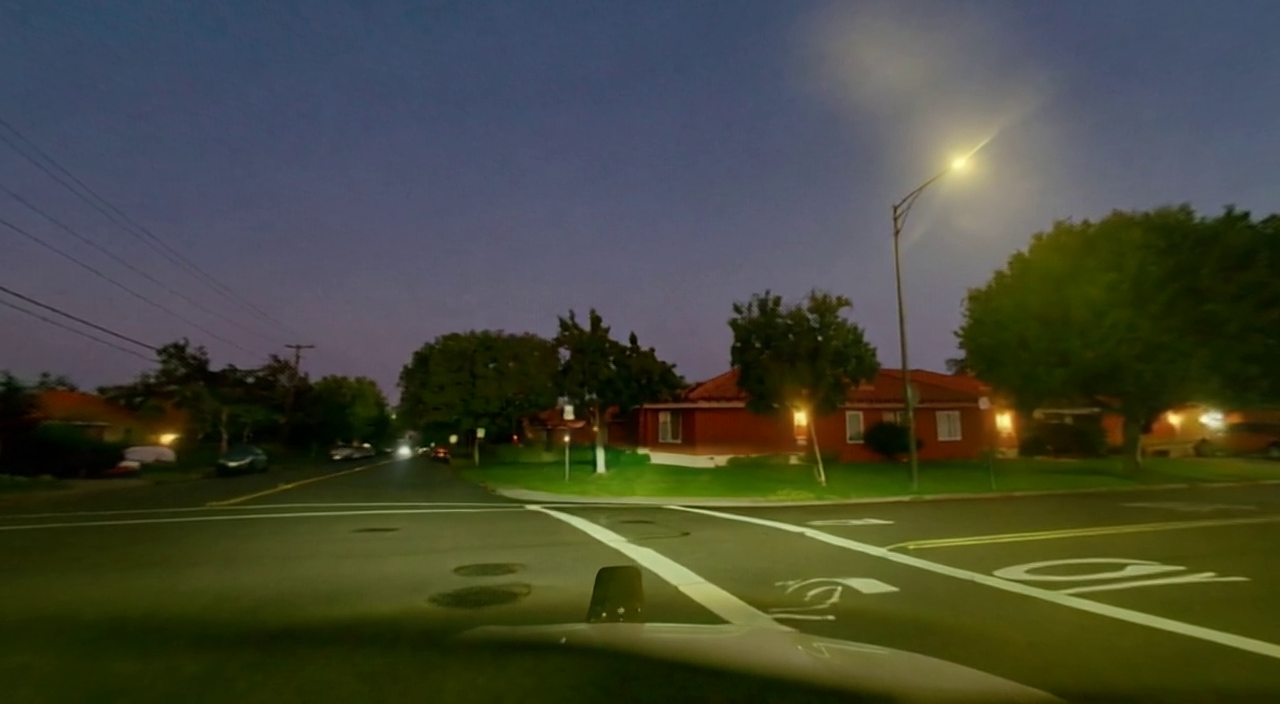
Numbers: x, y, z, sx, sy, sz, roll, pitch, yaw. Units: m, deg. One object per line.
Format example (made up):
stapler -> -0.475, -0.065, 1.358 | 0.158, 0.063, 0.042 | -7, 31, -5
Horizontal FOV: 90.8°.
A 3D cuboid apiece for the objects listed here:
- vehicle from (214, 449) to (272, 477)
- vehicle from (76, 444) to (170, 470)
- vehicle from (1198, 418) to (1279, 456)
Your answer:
vehicle -> -23.587, 6.564, 37.670 | 2.036, 1.546, 4.705 | 3, -9, -22
vehicle -> -33.883, 6.883, 41.557 | 4.288, 1.656, 1.791 | 3, -9, -18
vehicle -> 33.478, 4.689, 34.486 | 5.161, 1.829, 2.034 | 5, -9, -17
